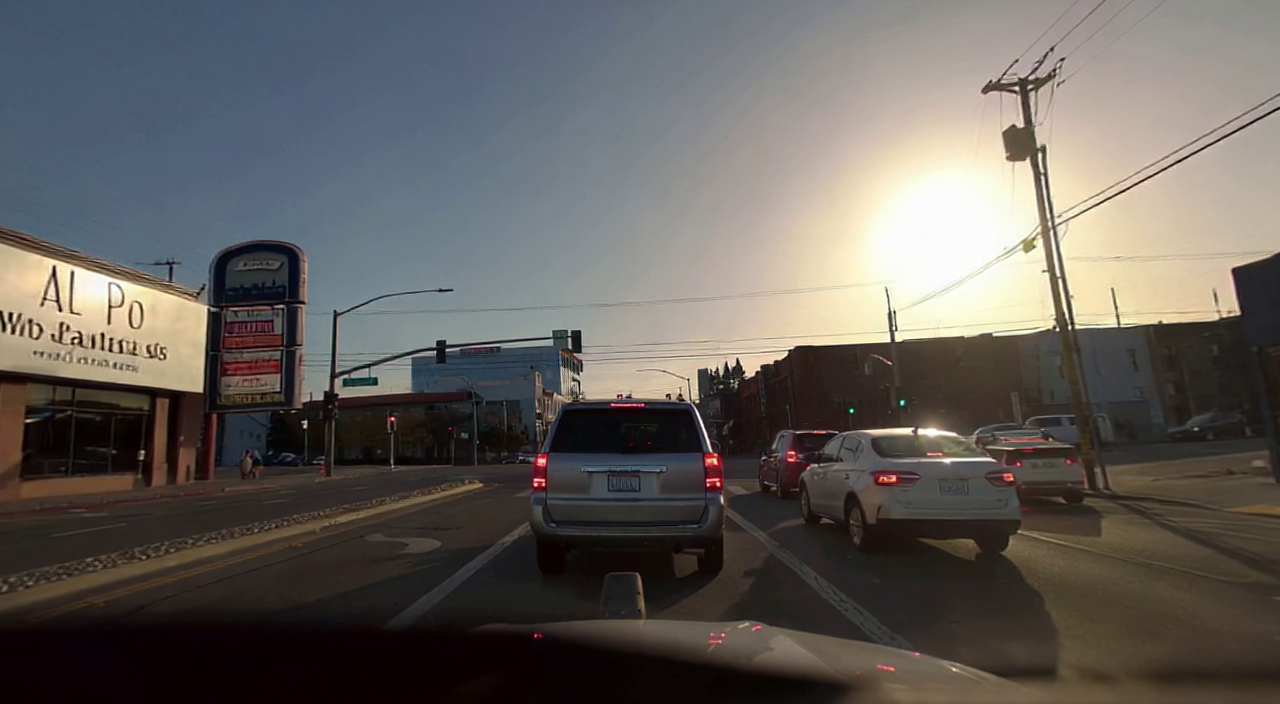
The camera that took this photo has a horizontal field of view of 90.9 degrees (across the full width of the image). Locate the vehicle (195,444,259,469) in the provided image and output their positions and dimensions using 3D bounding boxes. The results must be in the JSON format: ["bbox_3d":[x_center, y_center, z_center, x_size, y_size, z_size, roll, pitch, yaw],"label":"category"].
[{"bbox_3d":[-27.357,6.884,41.906,1.693,1.563,3.716,0,-8,0],"label":"vehicle"}]

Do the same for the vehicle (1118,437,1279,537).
[{"bbox_3d":[10.419,2.128,10.227,1.815,1.468,4.534,0,-8,1],"label":"vehicle"}]

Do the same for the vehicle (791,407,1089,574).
[{"bbox_3d":[3.642,1.762,8.788,2.036,1.719,4.318,0,-8,0],"label":"vehicle"}]

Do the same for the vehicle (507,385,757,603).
[{"bbox_3d":[0.020,1.540,7.682,2.154,1.861,4.280,0,-8,3],"label":"vehicle"}]
